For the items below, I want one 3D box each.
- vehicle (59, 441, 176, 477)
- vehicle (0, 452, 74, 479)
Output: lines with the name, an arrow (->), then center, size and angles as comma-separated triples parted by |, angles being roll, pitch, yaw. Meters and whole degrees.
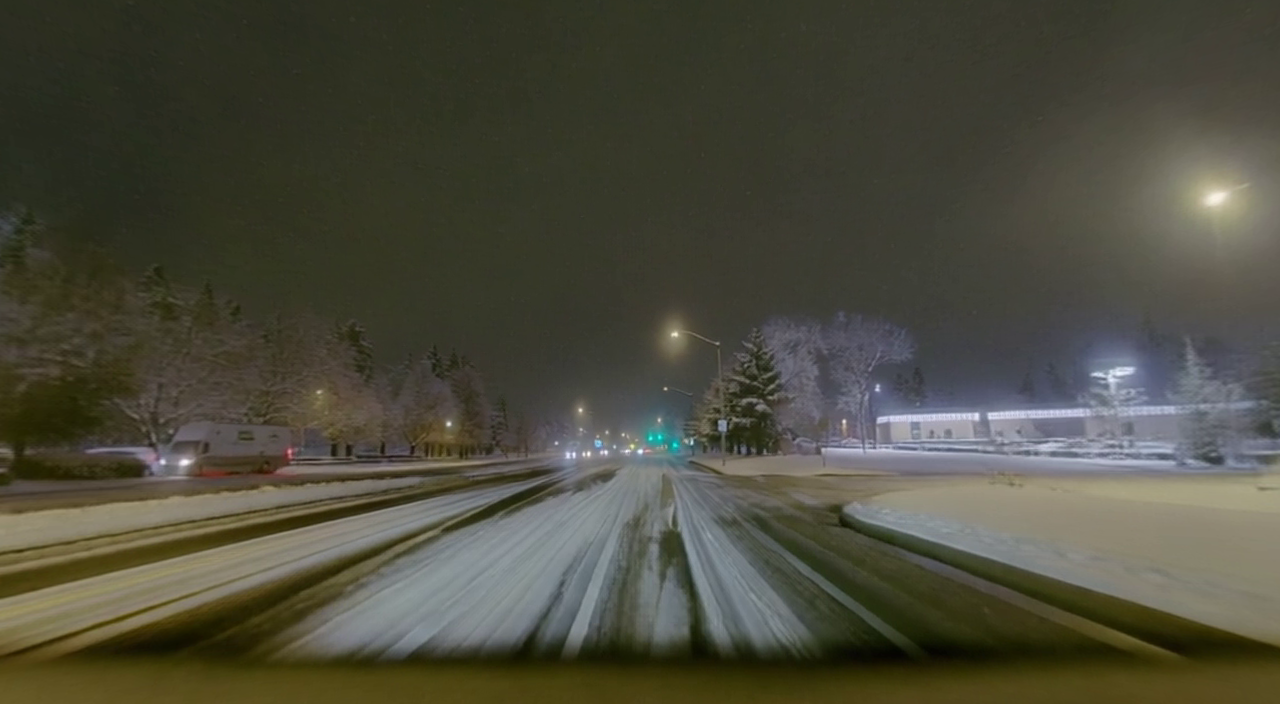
vehicle -> -34.293, 7.016, 41.520 | 5.521, 2.214, 2.704 | -1, -8, 7
vehicle -> -35.157, 6.475, 36.095 | 3.726, 1.479, 1.832 | -1, -8, 4
